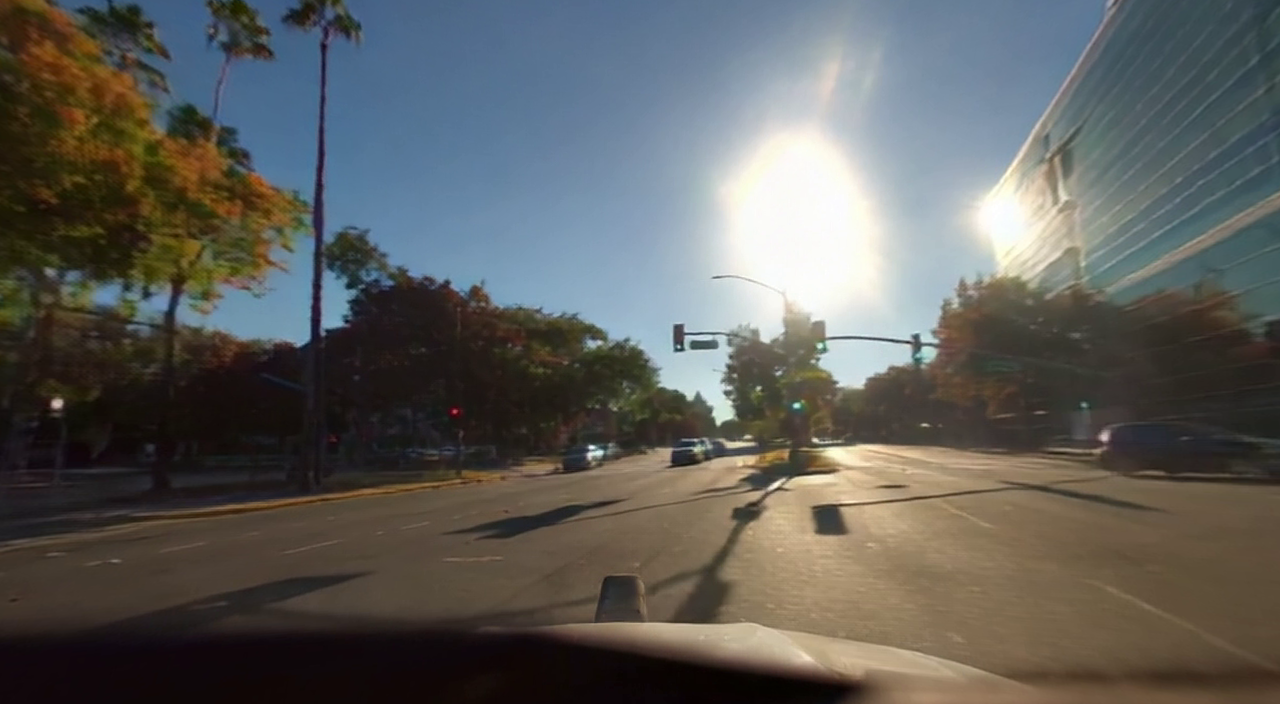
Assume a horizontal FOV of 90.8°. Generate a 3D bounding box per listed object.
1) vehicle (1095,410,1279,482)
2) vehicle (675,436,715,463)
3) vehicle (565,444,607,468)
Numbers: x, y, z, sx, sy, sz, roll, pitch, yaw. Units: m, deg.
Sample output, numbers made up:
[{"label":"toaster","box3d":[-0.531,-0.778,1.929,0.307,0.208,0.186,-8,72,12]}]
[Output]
[{"label":"vehicle","box3d":[14.900,2.443,16.372,4.652,1.674,1.998,-8,-12,43]},{"label":"vehicle","box3d":[3.585,6.229,40.419,2.034,1.663,4.025,-2,-9,12]},{"label":"vehicle","box3d":[-3.586,6.982,42.624,1.786,1.499,3.797,-2,-9,12]}]
